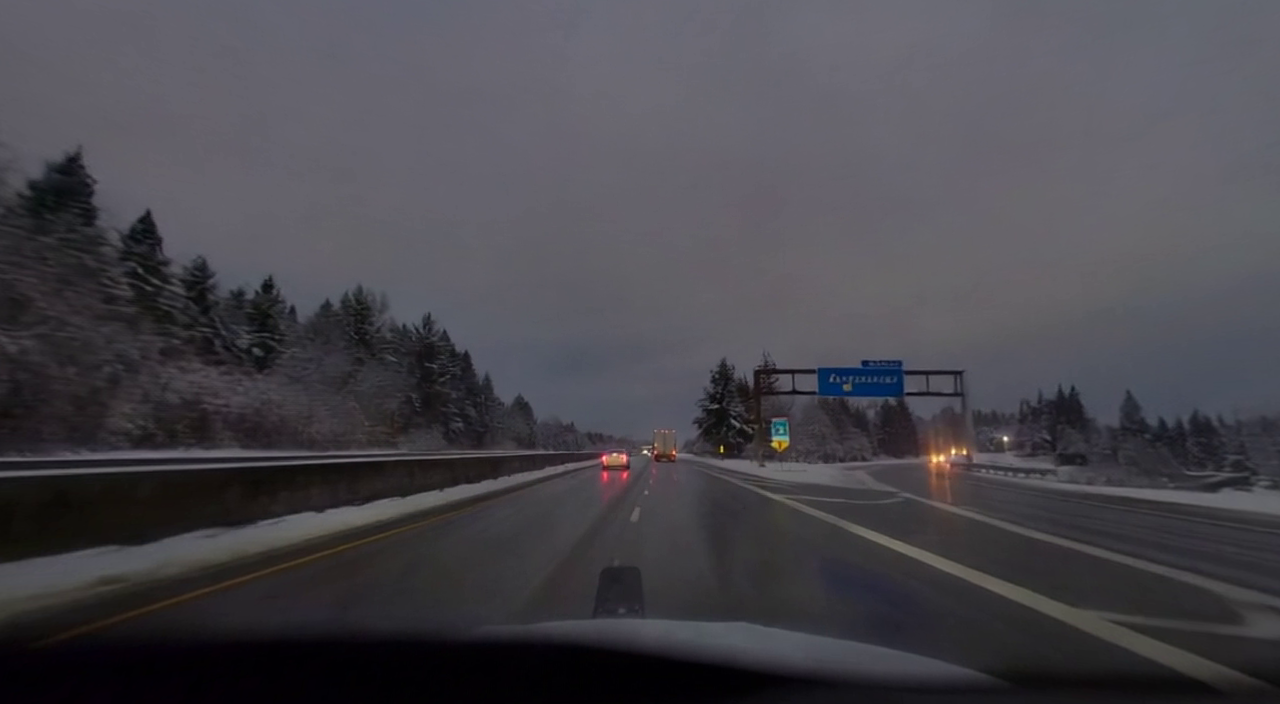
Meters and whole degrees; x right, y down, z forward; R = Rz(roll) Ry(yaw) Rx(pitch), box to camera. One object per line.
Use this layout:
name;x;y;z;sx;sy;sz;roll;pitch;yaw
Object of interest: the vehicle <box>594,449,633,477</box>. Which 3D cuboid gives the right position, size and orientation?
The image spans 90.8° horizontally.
vehicle;-1.603;6.941;39.731;2.184;1.574;5.004;0;-9;1
